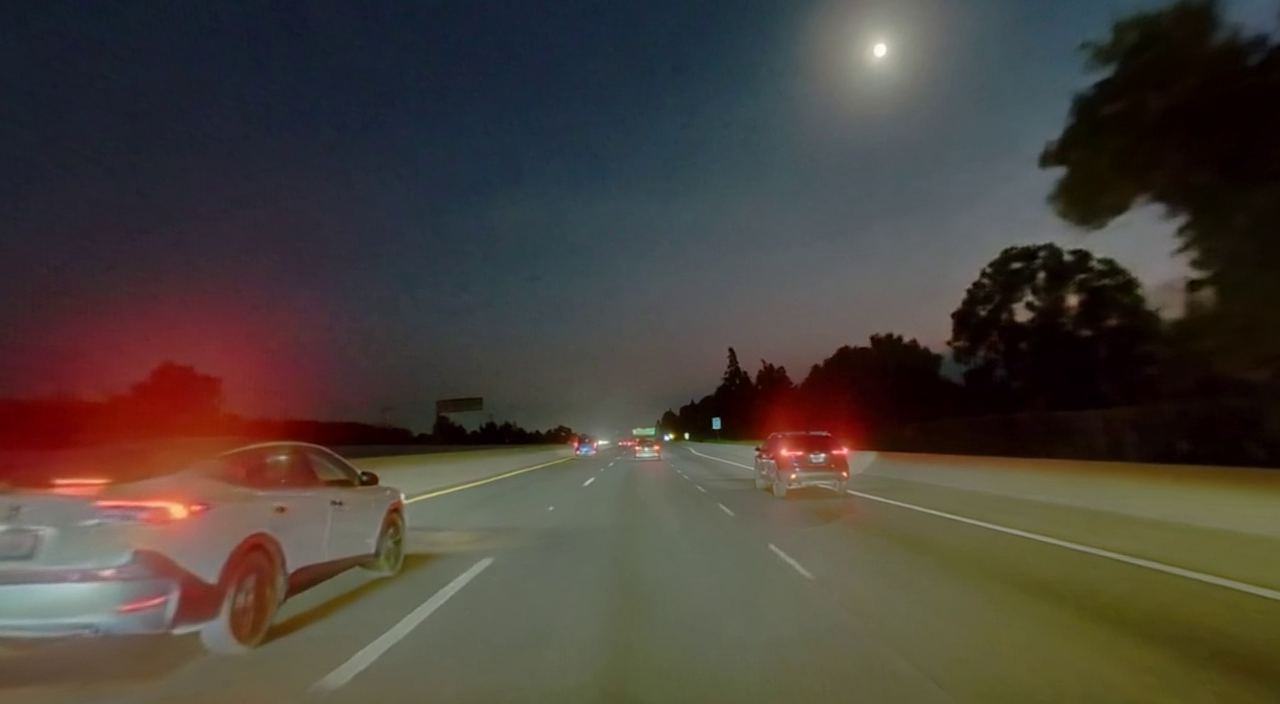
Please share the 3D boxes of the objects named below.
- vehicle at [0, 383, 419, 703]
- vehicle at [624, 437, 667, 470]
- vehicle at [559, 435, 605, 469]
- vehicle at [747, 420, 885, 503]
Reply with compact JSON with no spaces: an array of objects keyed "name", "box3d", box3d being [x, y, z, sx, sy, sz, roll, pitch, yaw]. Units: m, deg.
[{"name":"vehicle","box3d":[-3.453,1.222,4.504,2.066,1.561,4.495,0,-8,0]},{"name":"vehicle","box3d":[0.278,5.146,31.884,2.049,1.542,3.816,0,-8,1]},{"name":"vehicle","box3d":[-3.082,5.434,34.309,2.044,1.682,4.201,-1,-8,1]},{"name":"vehicle","box3d":[4.050,2.605,15.297,2.025,1.707,4.279,0,-8,-1]}]
